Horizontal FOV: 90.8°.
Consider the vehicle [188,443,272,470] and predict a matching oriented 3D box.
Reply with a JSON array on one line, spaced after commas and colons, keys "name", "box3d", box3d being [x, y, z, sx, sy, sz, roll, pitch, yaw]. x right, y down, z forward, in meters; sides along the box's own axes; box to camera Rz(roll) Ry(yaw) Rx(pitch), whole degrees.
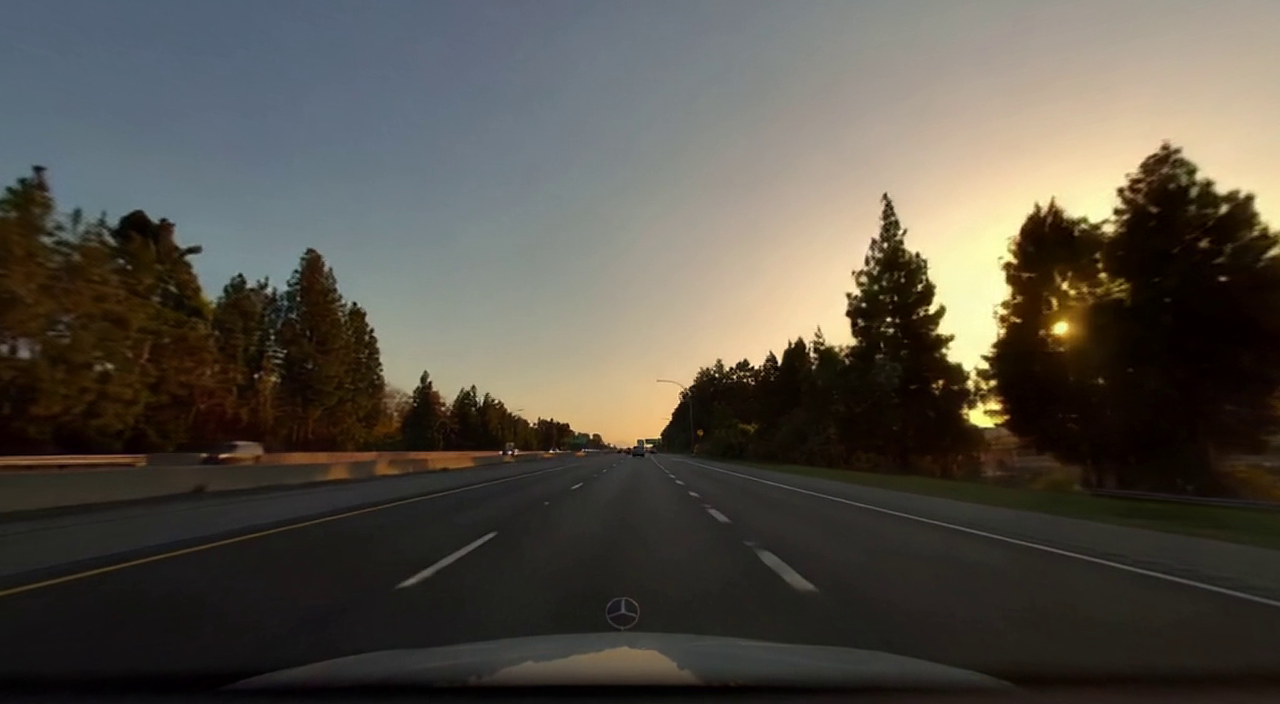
[{"name": "vehicle", "box3d": [-23.943, 6.131, 36.990, 1.778, 1.480, 4.047, -2, -9, 9]}]
